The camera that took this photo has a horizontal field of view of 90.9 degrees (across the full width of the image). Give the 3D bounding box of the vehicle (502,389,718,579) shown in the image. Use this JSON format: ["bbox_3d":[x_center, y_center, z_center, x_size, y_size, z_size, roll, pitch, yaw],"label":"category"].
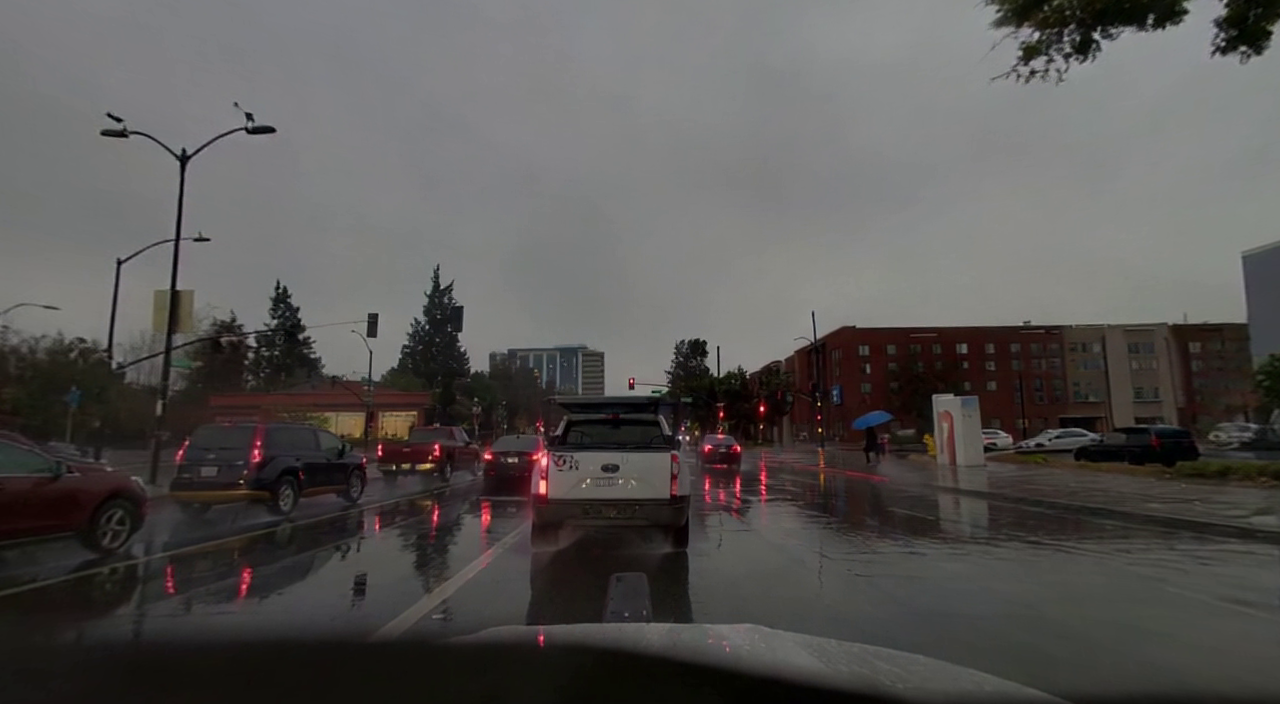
[{"bbox_3d":[-0.313,1.588,8.279,2.064,1.817,4.298,0,-8,-1],"label":"vehicle"}]

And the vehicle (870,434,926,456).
[{"bbox_3d":[20.102,7.255,49.046,4.361,1.653,2.034,6,-11,-37],"label":"vehicle"}]

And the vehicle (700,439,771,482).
[{"bbox_3d":[3.429,4.009,23.513,2.023,1.441,4.240,0,-8,1],"label":"vehicle"}]

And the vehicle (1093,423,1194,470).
[{"bbox_3d":[19.239,3.597,24.030,4.156,1.622,1.924,6,-11,-37],"label":"vehicle"}]

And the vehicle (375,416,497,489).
[{"bbox_3d":[-6.476,3.264,20.681,2.496,2.112,4.351,0,-8,0],"label":"vehicle"}]

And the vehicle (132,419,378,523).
[{"bbox_3d":[-7.162,2.258,12.458,1.941,1.655,4.503,0,-8,1],"label":"vehicle"}]

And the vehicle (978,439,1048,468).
[{"bbox_3d":[20.103,5.405,33.916,3.836,1.443,1.694,5,-10,-35],"label":"vehicle"}]

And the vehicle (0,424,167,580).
[{"bbox_3d":[-6.965,1.396,5.816,1.831,1.451,4.382,0,-8,-1],"label":"vehicle"}]

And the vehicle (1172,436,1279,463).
[{"bbox_3d":[29.690,4.891,31.680,4.176,1.313,1.719,0,-8,2],"label":"vehicle"}]
